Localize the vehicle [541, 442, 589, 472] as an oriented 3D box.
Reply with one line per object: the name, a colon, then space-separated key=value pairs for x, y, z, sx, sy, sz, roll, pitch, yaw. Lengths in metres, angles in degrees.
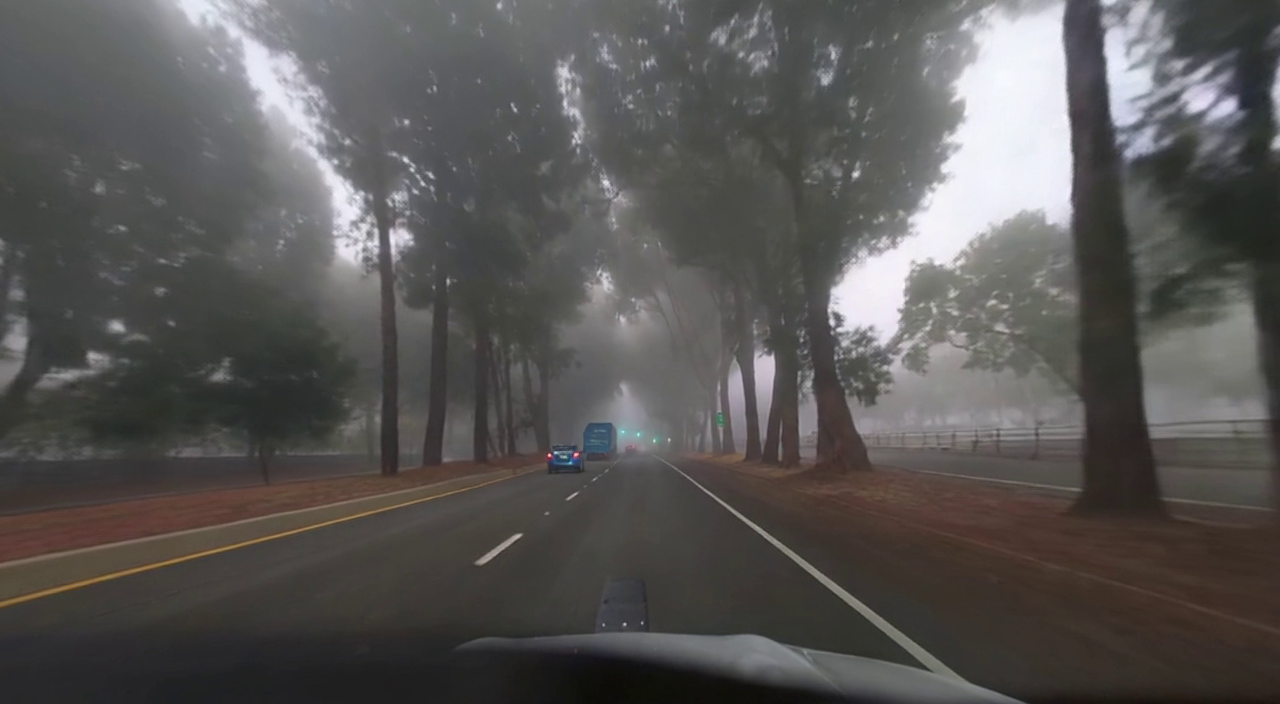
vehicle: x=-3.978 y=5.636 z=34.112 sx=2.005 sy=1.462 sz=4.345 roll=0 pitch=-8 yaw=1
